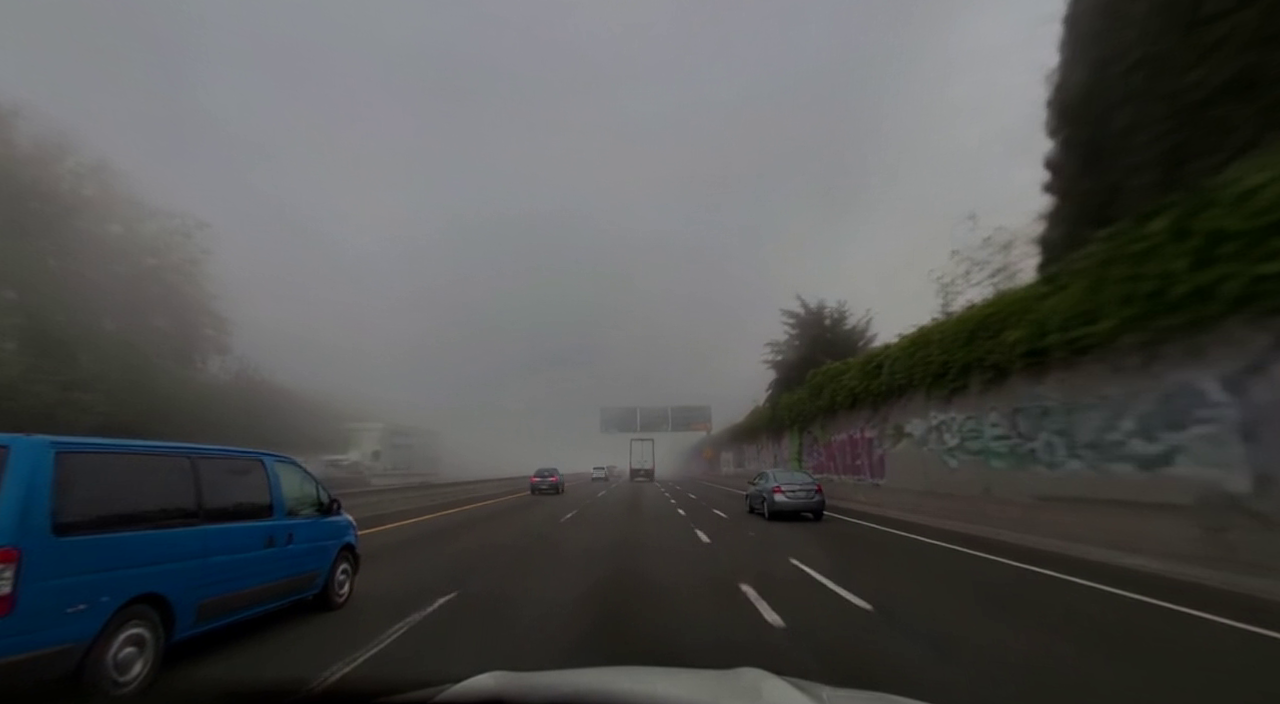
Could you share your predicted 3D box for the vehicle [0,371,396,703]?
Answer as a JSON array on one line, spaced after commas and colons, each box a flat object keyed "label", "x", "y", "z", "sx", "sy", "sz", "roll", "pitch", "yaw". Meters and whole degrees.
[{"label": "vehicle", "x": -3.441, "y": 1.156, "z": 3.917, "sx": 2.004, "sy": 1.610, "sz": 4.508, "roll": 1, "pitch": -10, "yaw": 0}]

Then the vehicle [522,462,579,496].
[{"label": "vehicle", "x": -4.126, "y": 5.941, "z": 29.666, "sx": 2.054, "sy": 1.443, "sz": 4.131, "roll": 1, "pitch": -10, "yaw": 0}]

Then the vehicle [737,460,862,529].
[{"label": "vehicle", "x": 3.804, "y": 3.488, "z": 15.870, "sx": 1.917, "sy": 1.458, "sz": 4.199, "roll": 1, "pitch": -10, "yaw": -2}]
